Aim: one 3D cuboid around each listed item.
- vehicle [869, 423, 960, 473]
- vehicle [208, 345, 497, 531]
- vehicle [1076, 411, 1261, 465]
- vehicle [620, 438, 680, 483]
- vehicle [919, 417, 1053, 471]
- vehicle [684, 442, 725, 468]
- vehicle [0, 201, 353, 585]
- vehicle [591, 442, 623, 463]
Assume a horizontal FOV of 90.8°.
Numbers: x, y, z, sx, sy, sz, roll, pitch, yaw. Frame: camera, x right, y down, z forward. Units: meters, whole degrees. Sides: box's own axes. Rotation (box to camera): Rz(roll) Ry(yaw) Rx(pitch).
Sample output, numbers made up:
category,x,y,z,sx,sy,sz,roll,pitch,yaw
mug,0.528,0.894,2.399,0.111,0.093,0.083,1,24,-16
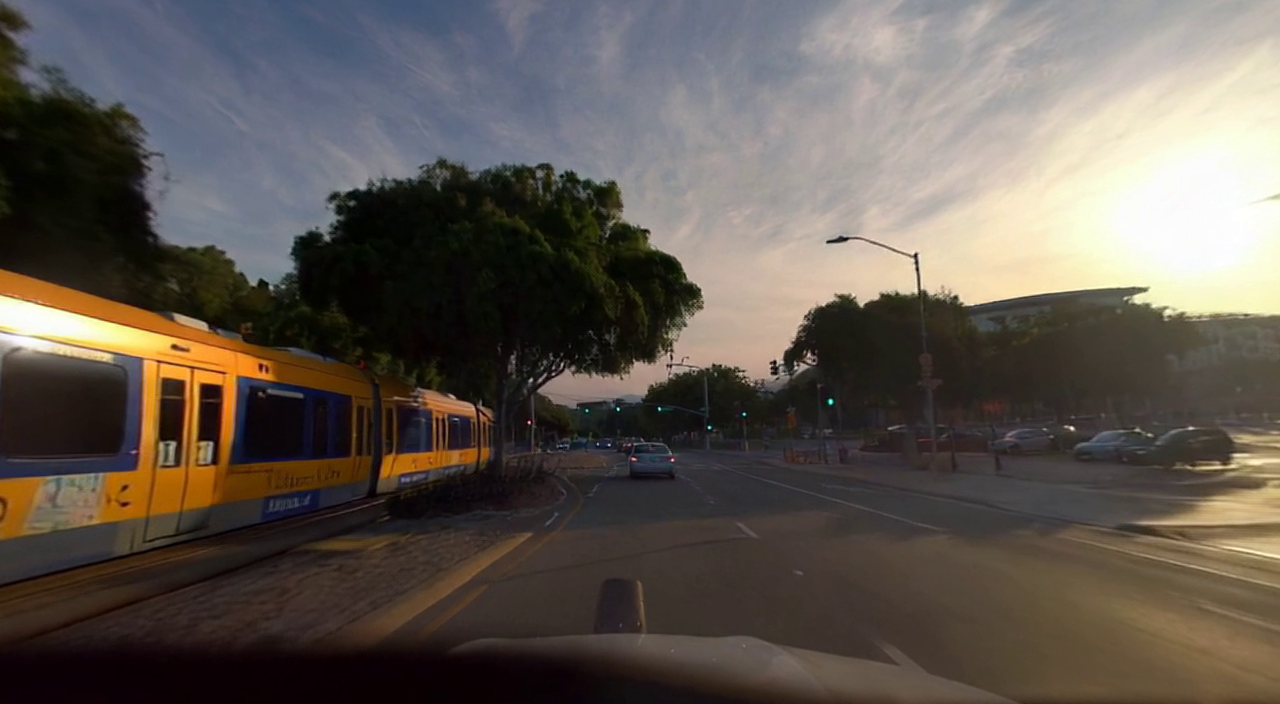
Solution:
category,x,y,z,sx,sy,sz,roll,pitch,yaw
vehicle,13.603,4.711,31.791,2.221,2.116,5.535,2,-5,1
vehicle,-7.510,2.726,19.860,2.891,3.904,13.008,0,-8,0
vehicle,19.690,3.302,24.031,2.159,1.817,5.675,0,-8,1
vehicle,0.342,3.954,23.351,2.002,1.471,4.337,0,-8,0
vehicle,13.448,3.661,25.099,2.145,1.911,5.581,0,-8,0
vehicle,3.770,6.095,37.667,1.944,1.447,4.392,0,-8,0
vehicle,-7.657,0.461,6.663,2.897,3.700,13.528,0,-7,0
vehicle,-2.363,7.327,46.150,2.118,1.478,4.076,0,-8,0
